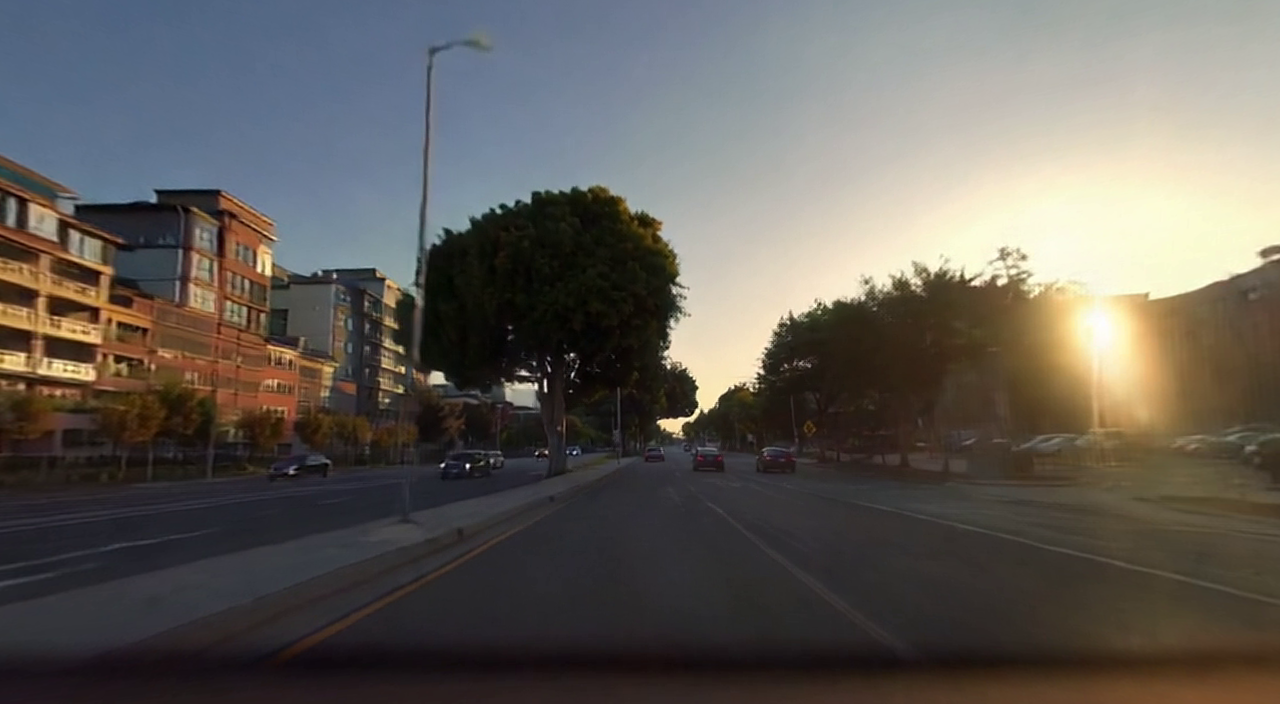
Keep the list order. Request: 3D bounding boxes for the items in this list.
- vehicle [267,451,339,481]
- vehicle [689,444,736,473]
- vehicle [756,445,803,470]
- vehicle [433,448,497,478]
[{"bbox_3d":[-21.205,7.174,40.017,1.995,1.684,4.487,-1,-9,2],"label":"vehicle"},{"bbox_3d":[3.979,5.941,35.447,2.020,1.479,4.650,0,-9,-1],"label":"vehicle"},{"bbox_3d":[8.579,6.519,39.234,1.932,1.439,4.159,0,-9,0],"label":"vehicle"},{"bbox_3d":[-9.439,6.035,34.565,2.012,1.520,4.645,-1,-9,2],"label":"vehicle"}]
